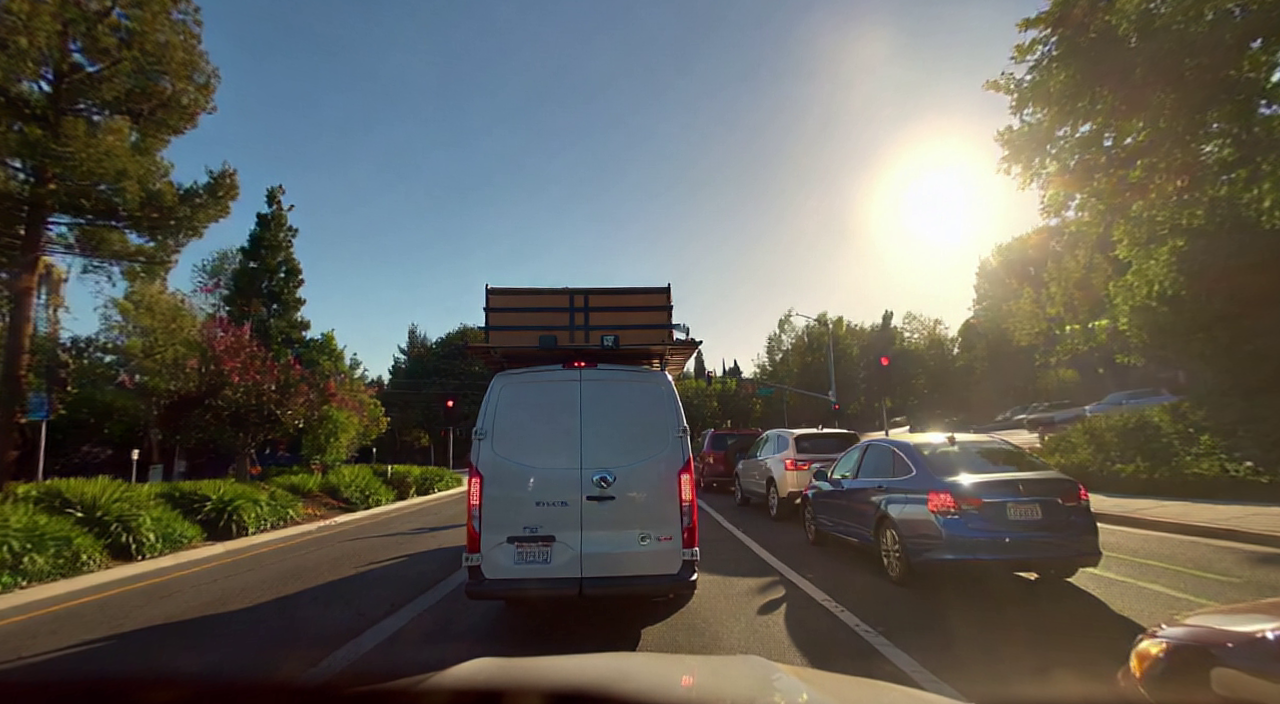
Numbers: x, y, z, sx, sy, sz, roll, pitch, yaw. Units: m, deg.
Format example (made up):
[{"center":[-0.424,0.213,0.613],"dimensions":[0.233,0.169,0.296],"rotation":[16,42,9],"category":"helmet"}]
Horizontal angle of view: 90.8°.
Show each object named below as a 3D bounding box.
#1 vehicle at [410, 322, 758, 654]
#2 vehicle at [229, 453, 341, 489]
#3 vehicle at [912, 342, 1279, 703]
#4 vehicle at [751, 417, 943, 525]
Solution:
[{"center":[-0.357,1.154,6.188],"dimensions":[2.145,2.089,4.309],"rotation":[0,-9,0],"category":"vehicle"},{"center":[-17.413,5.843,31.234],"dimensions":[4.501,1.613,1.852],"rotation":[3,-9,-20],"category":"vehicle"},{"center":[3.464,0.943,3.410],"dimensions":[1.965,1.671,4.146],"rotation":[0,-9,-3],"category":"vehicle"},{"center":[3.687,2.213,12.262],"dimensions":[2.024,1.692,4.252],"rotation":[1,-9,-4],"category":"vehicle"}]
